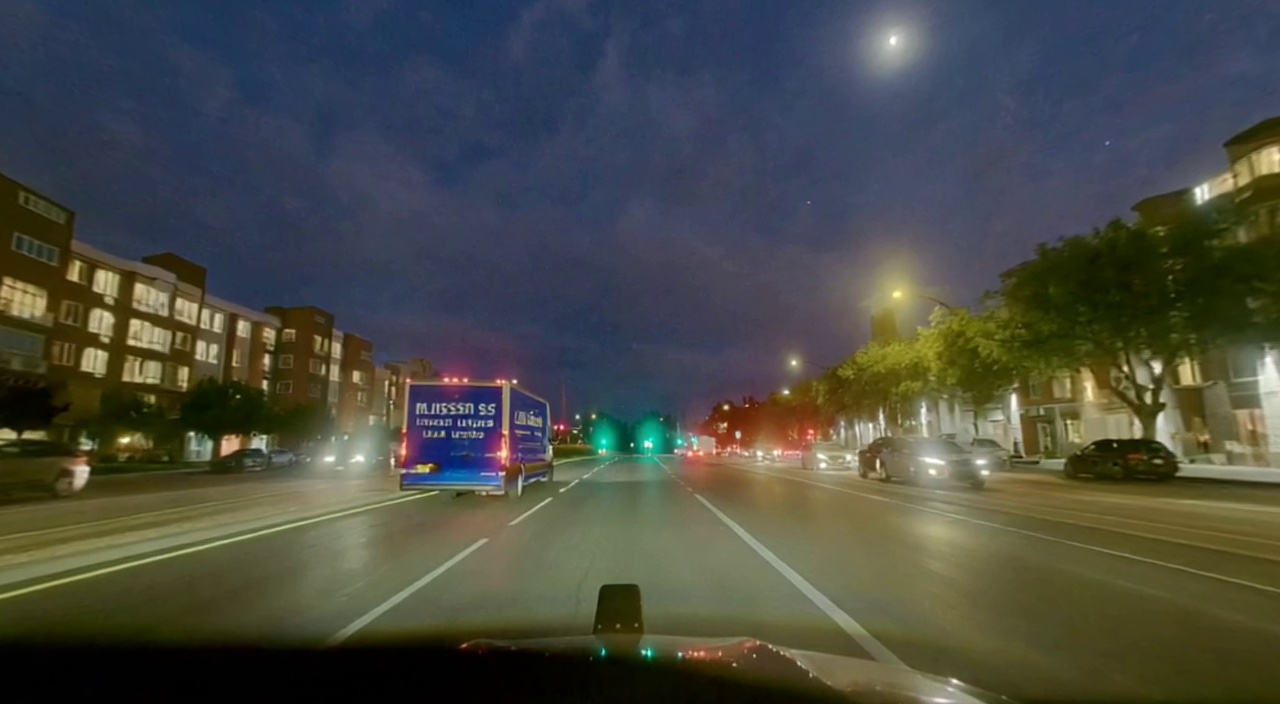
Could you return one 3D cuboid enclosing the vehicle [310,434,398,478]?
[{"bbox_3d":[-13.352,4.872,29.868,2.041,1.863,4.639,0,-8,-2],"label":"vehicle"}]

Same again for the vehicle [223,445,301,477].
[{"bbox_3d":[-22.994,6.608,38.661,1.916,1.782,4.572,-1,-8,1],"label":"vehicle"}]

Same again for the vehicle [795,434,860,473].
[{"bbox_3d":[8.998,4.896,30.690,1.766,1.725,4.221,0,-8,-2],"label":"vehicle"}]

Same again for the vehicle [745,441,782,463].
[{"bbox_3d":[9.045,7.335,46.462,1.850,1.477,3.520,0,-8,-2],"label":"vehicle"}]

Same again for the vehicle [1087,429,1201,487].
[{"bbox_3d":[16.474,3.390,20.574,4.793,1.656,1.728,6,-10,-38],"label":"vehicle"}]

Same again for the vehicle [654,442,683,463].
[{"bbox_3d":[2.122,7.656,48.354,1.878,1.534,4.120,0,-8,-3],"label":"vehicle"}]

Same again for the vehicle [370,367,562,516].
[{"bbox_3d":[-3.967,2.324,16.555,2.763,2.974,7.562,0,-8,1],"label":"vehicle"}]

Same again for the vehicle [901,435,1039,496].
[{"bbox_3d":[9.085,3.136,17.813,1.802,1.504,3.797,0,-8,-1],"label":"vehicle"}]
